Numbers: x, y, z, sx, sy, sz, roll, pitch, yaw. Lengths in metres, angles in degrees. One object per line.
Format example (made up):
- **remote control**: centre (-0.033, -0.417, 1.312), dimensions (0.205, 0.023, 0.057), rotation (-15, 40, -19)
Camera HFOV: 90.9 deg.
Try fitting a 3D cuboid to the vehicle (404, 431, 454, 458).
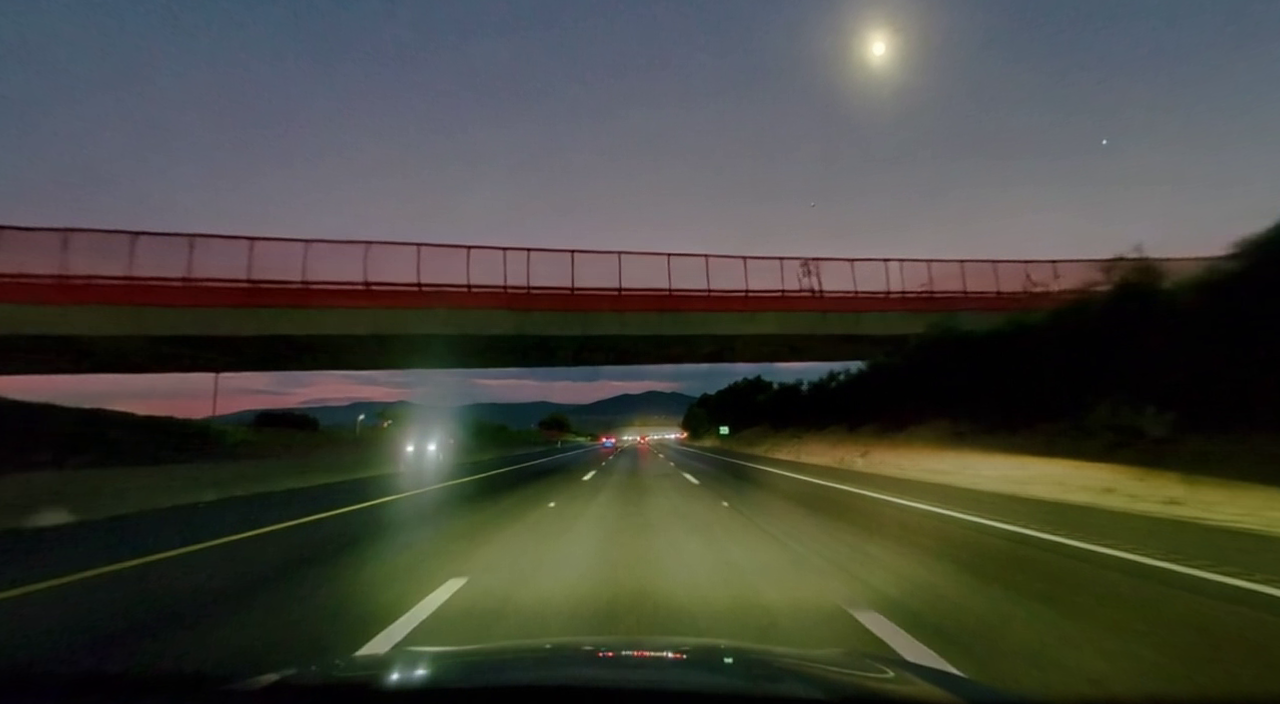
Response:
- **vehicle**: centre (-15.964, 7.005, 47.996), dimensions (2.067, 1.946, 4.734), rotation (0, -8, 0)
